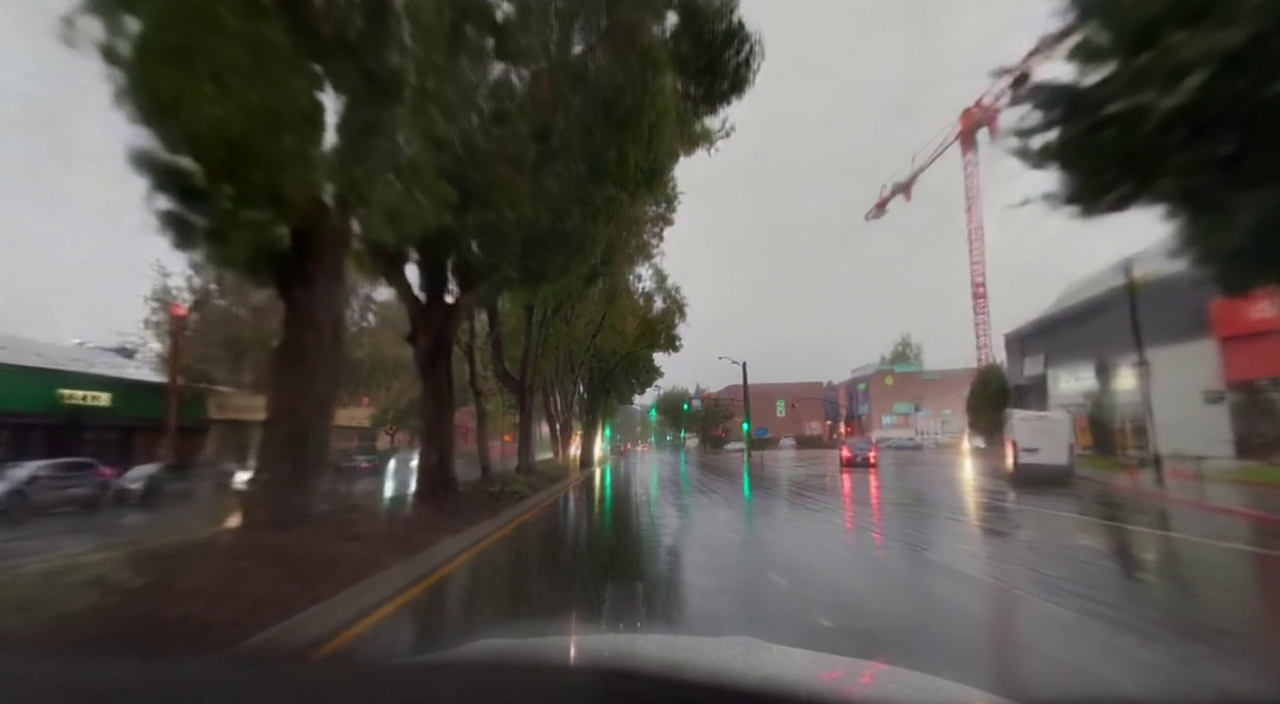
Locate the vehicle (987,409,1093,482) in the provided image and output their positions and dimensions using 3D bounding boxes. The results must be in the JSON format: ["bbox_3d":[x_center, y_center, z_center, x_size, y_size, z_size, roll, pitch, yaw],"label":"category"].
[{"bbox_3d":[16.859,3.994,27.068,2.311,2.722,5.823,-3,-9,18],"label":"vehicle"}]

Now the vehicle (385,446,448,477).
[{"bbox_3d":[-12.096,5.938,34.514,1.897,1.557,4.218,0,-8,0],"label":"vehicle"}]

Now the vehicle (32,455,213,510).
[{"bbox_3d":[-16.293,4.089,20.301,1.852,1.476,4.704,0,-9,-1],"label":"vehicle"}]

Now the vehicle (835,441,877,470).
[{"bbox_3d":[12.449,5.908,36.257,1.961,1.485,4.762,-4,-9,22],"label":"vehicle"}]

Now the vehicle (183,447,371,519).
[{"bbox_3d":[-8.484,3.053,15.354,1.960,1.461,4.433,0,-9,0],"label":"vehicle"}]

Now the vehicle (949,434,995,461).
[{"bbox_3d":[25.224,7.297,48.149,2.159,1.920,4.948,-3,-9,17],"label":"vehicle"}]
